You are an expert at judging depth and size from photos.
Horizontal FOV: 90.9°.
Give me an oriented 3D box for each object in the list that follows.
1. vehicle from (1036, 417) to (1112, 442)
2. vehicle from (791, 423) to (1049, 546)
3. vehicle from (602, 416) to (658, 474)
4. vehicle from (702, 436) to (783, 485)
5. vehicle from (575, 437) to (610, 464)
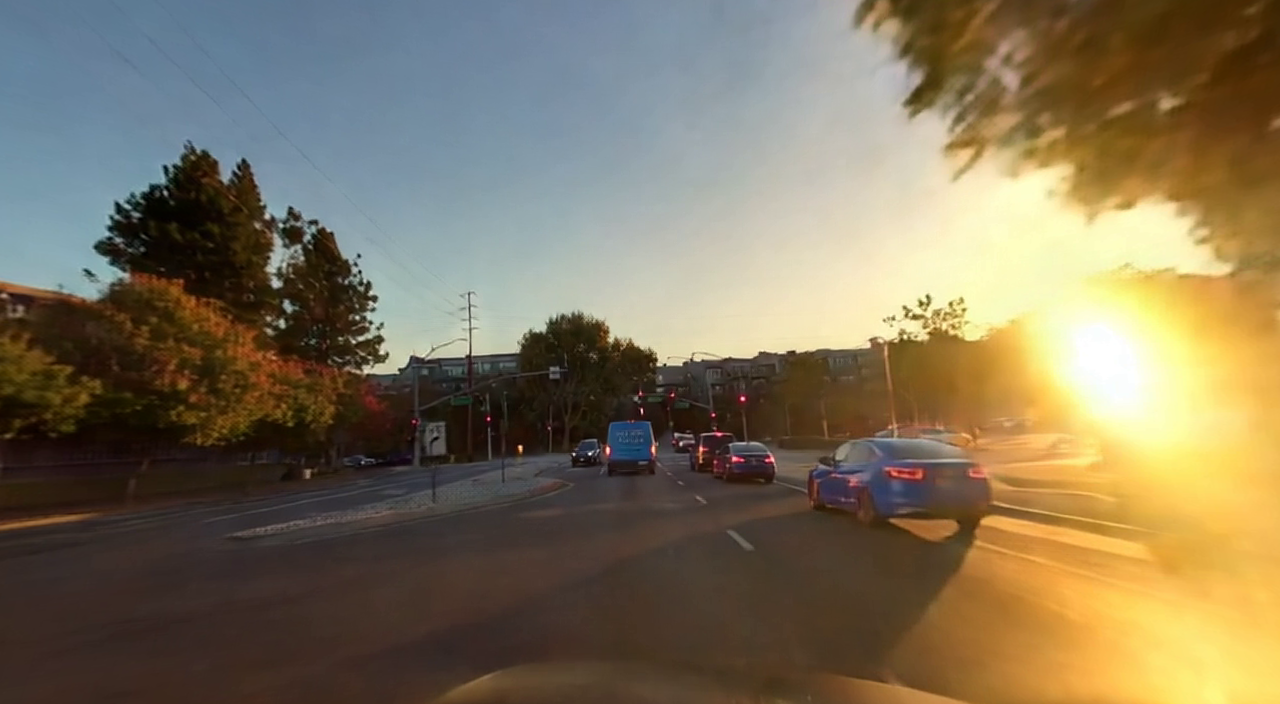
[{"bbox_3d":[30.957,5.555,45.008,4.153,1.764,1.858,1,-9,-9],"label":"vehicle"},{"bbox_3d":[4.079,2.023,10.361,1.967,1.506,4.968,0,-9,0],"label":"vehicle"},{"bbox_3d":[-0.393,4.415,29.876,2.422,2.488,4.992,0,-9,1],"label":"vehicle"},{"bbox_3d":[3.374,3.659,21.607,1.951,1.483,4.582,0,-9,-1],"label":"vehicle"},{"bbox_3d":[-3.232,6.789,43.595,2.203,1.786,4.249,0,-9,-1],"label":"vehicle"}]
